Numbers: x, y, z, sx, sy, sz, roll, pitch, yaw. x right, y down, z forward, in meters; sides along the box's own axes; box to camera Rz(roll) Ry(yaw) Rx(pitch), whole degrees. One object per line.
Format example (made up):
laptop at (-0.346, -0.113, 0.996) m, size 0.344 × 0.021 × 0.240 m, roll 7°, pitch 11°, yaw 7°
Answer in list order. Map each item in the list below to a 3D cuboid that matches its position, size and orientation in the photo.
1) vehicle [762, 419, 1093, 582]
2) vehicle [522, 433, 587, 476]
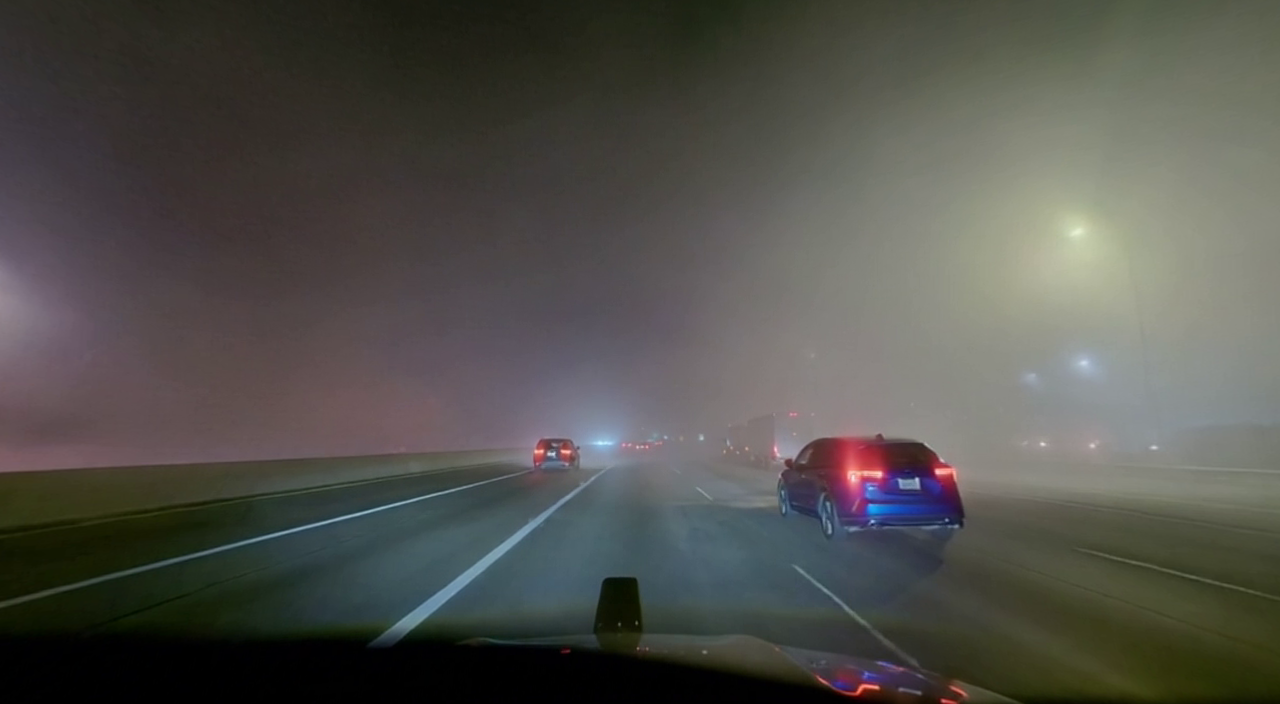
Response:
vehicle at (3.248, 1.796, 8.593) m, size 2.107 × 1.550 × 4.949 m, roll 0°, pitch -8°, yaw -1°
vehicle at (-3.704, 4.542, 28.199) m, size 2.193 × 1.746 × 4.512 m, roll 0°, pitch -8°, yaw 1°
